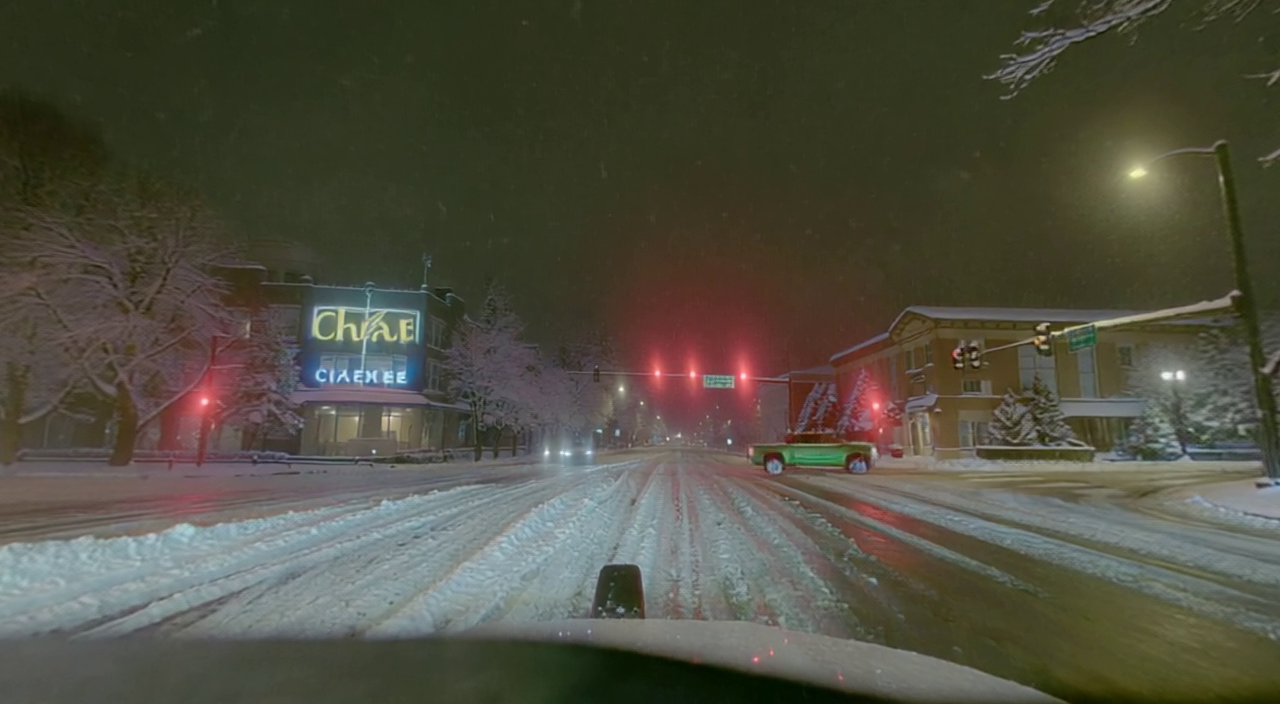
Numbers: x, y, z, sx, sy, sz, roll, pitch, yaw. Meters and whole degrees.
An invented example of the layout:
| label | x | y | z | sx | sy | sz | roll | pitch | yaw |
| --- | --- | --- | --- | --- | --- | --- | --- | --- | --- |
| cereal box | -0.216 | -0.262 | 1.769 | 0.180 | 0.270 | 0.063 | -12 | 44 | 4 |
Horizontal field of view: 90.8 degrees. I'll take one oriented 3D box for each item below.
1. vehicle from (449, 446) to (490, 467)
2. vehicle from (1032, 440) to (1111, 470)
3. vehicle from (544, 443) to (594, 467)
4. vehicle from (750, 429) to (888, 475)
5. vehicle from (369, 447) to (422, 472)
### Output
| label | x | y | z | sx | sy | sz | roll | pitch | yaw |
| --- | --- | --- | --- | --- | --- | --- | --- | --- | --- |
| vehicle | -12.629 | 7.762 | 47.081 | 1.946 | 1.474 | 4.008 | 0 | -9 | 0 |
| vehicle | 26.347 | 6.267 | 38.561 | 4.541 | 1.731 | 2.007 | 5 | -10 | -28 |
| vehicle | -4.620 | 6.564 | 40.439 | 1.879 | 1.464 | 4.457 | 4 | -9 | -24 |
| vehicle | 7.908 | 4.495 | 28.413 | 5.667 | 1.927 | 2.289 | -2 | -9 | 13 |
| vehicle | -16.265 | 7.144 | 42.251 | 1.883 | 1.586 | 4.297 | 0 | -9 | 0 |
